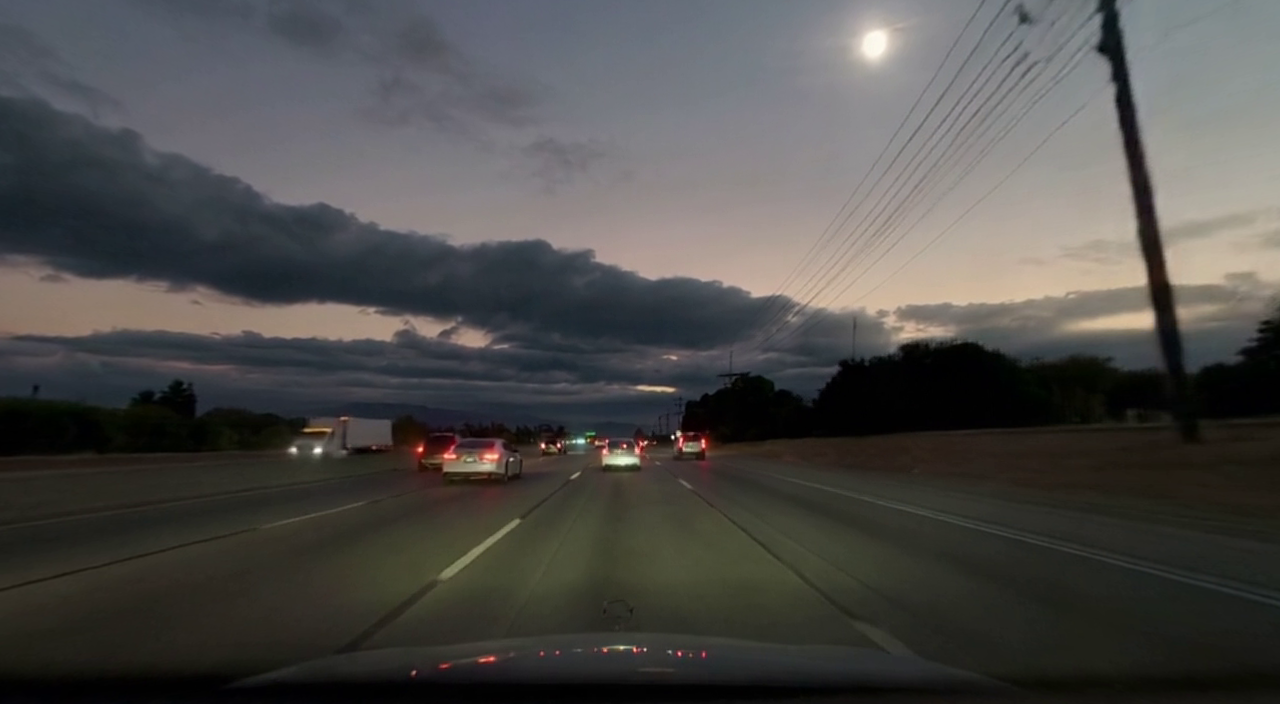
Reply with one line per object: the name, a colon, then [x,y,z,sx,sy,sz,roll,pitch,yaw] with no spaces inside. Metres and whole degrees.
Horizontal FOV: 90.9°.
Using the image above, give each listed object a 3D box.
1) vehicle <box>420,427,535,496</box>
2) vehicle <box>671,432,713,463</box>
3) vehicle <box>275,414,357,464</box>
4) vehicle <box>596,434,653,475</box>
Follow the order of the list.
vehicle: [-4.187,2.873,17.081,1.901,1.601,4.610,0,-8,0]
vehicle: [2.994,5.577,37.209,1.950,1.695,4.446,0,-8,-3]
vehicle: [-23.911,6.462,46.841,2.932,3.425,5.893,0,-8,-1]
vehicle: [-0.599,3.986,24.779,2.086,1.488,3.440,0,-8,-1]
